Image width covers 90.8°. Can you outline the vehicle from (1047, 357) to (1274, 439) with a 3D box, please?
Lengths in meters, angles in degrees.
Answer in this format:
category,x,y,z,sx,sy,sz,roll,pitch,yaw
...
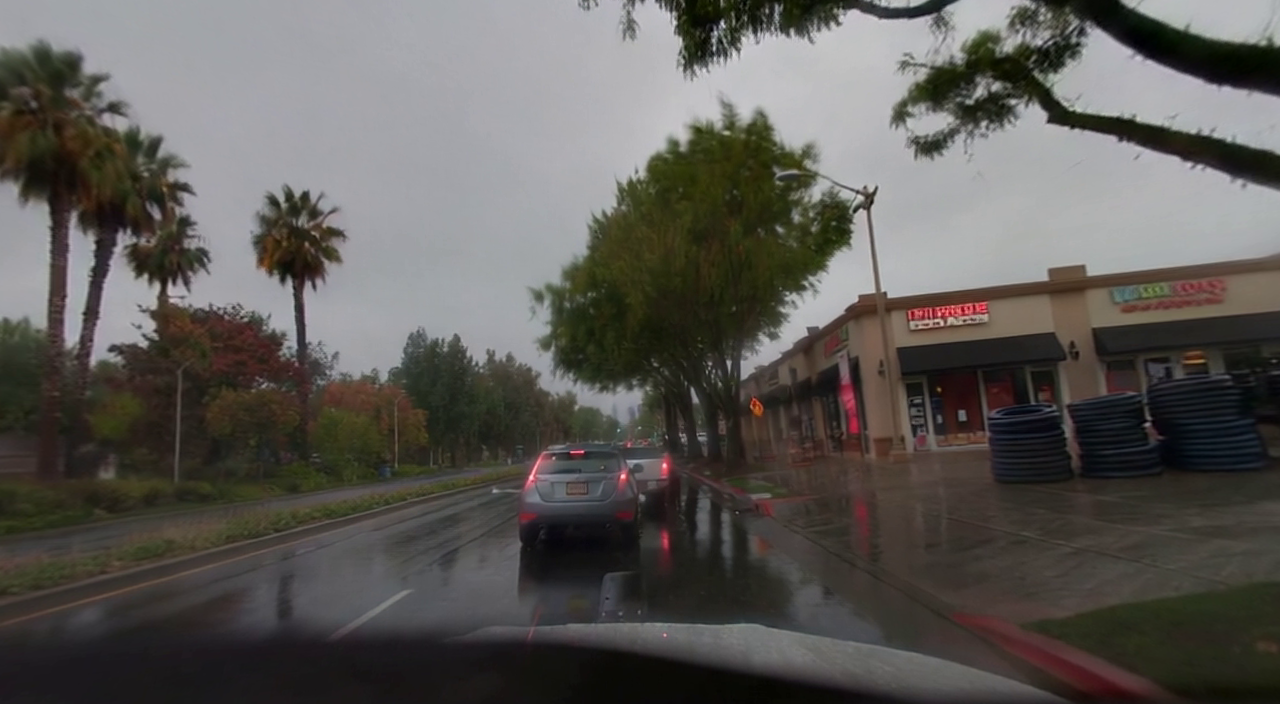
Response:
category,x,y,z,sx,sy,sz,roll,pitch,yaw
vehicle,13.351,1.360,16.741,1.854,1.693,4.798,-1,-10,0

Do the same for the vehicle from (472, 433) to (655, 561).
category,x,y,z,sx,sy,sz,roll,pitch,yaw
vehicle,-0.965,2.034,9.614,2.169,1.495,4.048,0,-8,-2
